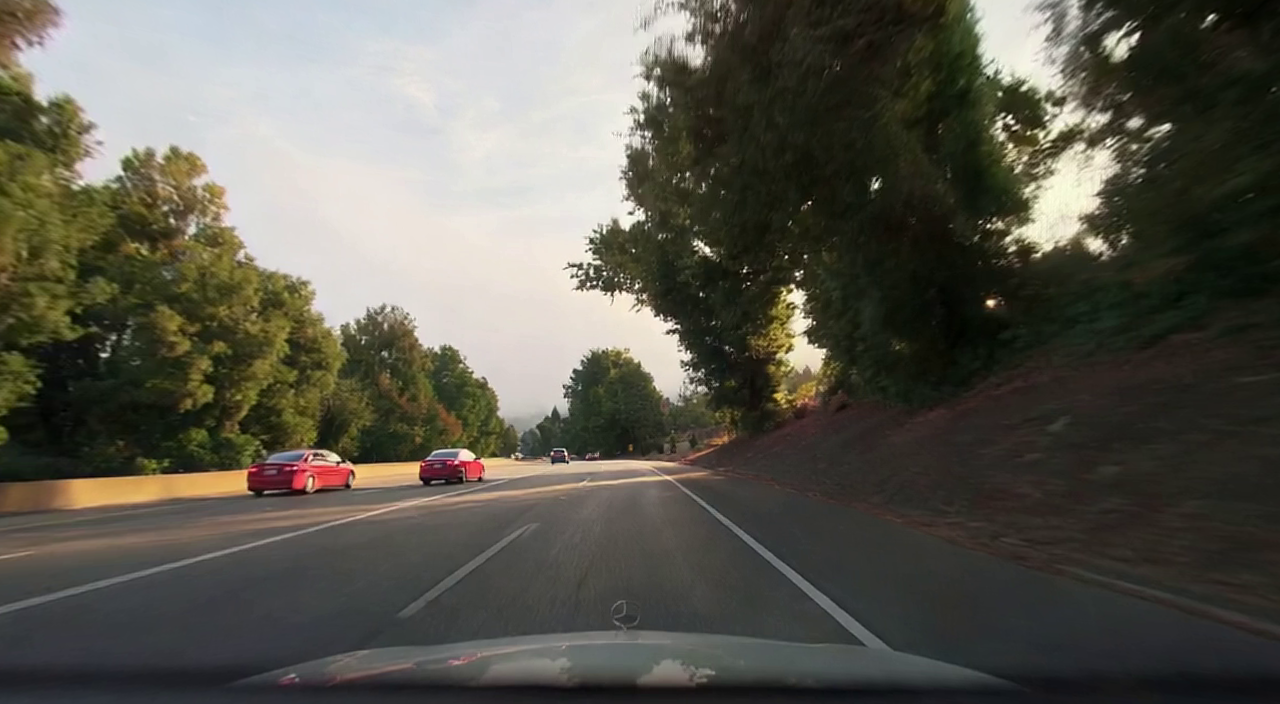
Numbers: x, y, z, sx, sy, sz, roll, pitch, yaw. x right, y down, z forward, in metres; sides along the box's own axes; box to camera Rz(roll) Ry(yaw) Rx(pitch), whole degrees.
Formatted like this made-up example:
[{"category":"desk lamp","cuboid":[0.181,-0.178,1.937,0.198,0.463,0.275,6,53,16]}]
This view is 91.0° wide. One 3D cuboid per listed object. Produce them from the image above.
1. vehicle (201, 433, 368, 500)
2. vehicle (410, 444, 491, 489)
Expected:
[{"category":"vehicle","cuboid":[-11.636,3.784,21.285,2.425,1.926,5.584,0,-9,0]},{"category":"vehicle","cuboid":[-7.624,4.627,25.775,2.060,1.680,4.255,0,-9,-1]}]
